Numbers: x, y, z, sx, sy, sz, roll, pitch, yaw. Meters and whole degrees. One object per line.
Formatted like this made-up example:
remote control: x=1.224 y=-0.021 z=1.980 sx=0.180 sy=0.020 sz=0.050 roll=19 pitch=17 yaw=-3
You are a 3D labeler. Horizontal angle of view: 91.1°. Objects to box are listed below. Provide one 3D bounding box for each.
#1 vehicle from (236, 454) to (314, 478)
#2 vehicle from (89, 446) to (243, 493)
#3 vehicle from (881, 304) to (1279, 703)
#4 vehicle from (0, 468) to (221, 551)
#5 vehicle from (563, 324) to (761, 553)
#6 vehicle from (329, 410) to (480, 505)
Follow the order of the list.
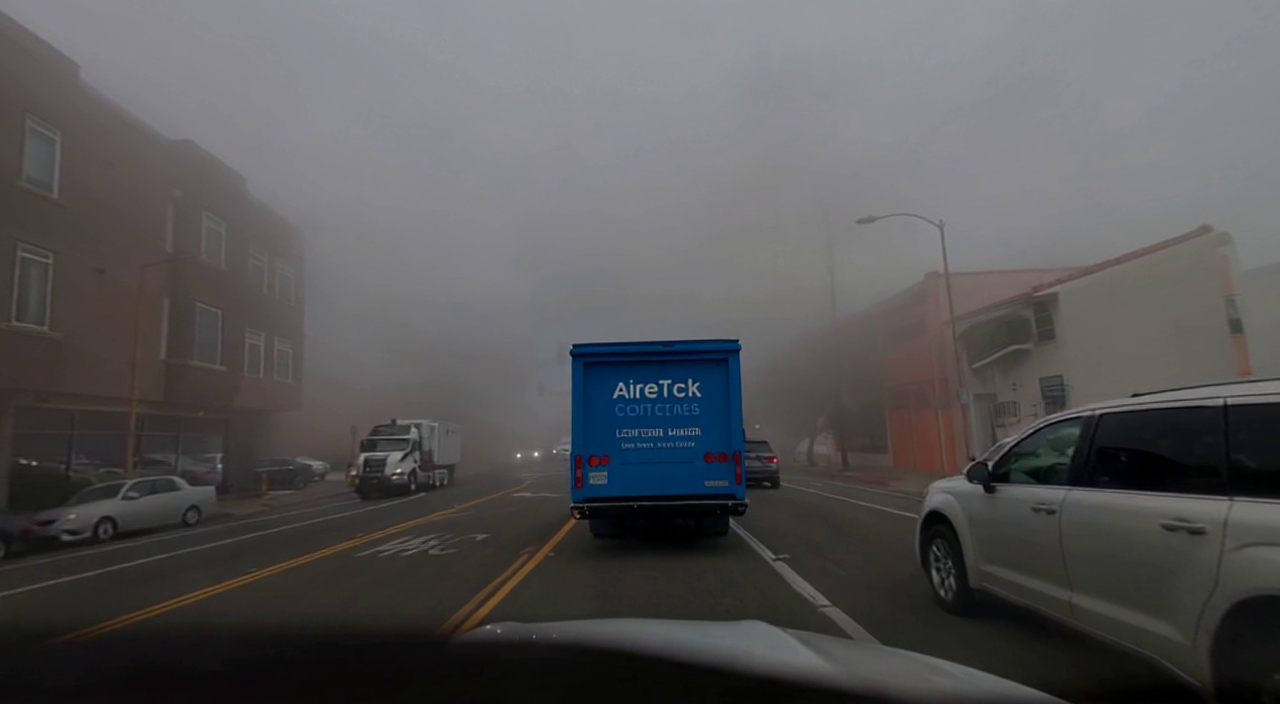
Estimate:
vehicle: x=-27.713 y=8.634 z=47.739 sx=4.670 sy=1.719 sz=1.931 roll=0 pitch=-9 yaw=2
vehicle: x=-21.987 y=5.436 z=29.255 sx=5.475 sy=2.011 sz=2.269 roll=-1 pitch=-8 yaw=6
vehicle: x=3.351 y=0.943 z=3.655 sx=2.104 sy=1.786 sz=4.498 roll=0 pitch=-9 yaw=1
vehicle: x=-13.430 y=3.961 z=16.366 sx=1.943 sy=1.682 sz=4.365 roll=0 pitch=-9 yaw=0
vehicle: x=0.175 y=1.536 z=11.199 sx=2.517 sy=2.926 sz=6.177 roll=0 pitch=-9 yaw=-2
vehicle: x=-9.081 y=4.203 z=25.549 sx=2.883 sy=3.199 sz=7.964 roll=0 pitch=-9 yaw=1
